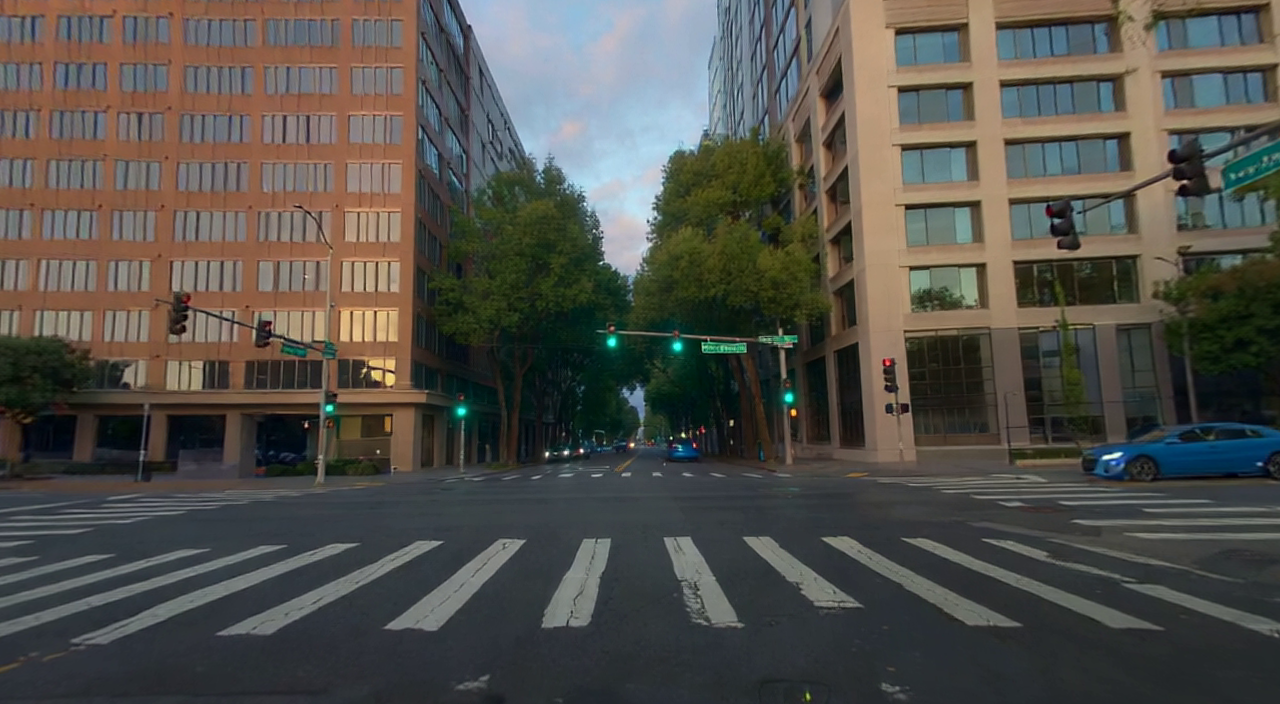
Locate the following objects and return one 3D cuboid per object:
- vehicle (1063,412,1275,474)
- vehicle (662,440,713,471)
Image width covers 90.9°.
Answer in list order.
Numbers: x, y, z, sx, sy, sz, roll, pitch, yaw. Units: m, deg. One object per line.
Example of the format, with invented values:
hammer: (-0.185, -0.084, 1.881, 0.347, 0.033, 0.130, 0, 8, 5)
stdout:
vehicle: (16.912, 2.942, 20.396, 4.802, 1.860, 2.146, 0, -8, 1)
vehicle: (2.388, 5.332, 32.735, 2.039, 1.470, 4.355, 0, -8, -4)
